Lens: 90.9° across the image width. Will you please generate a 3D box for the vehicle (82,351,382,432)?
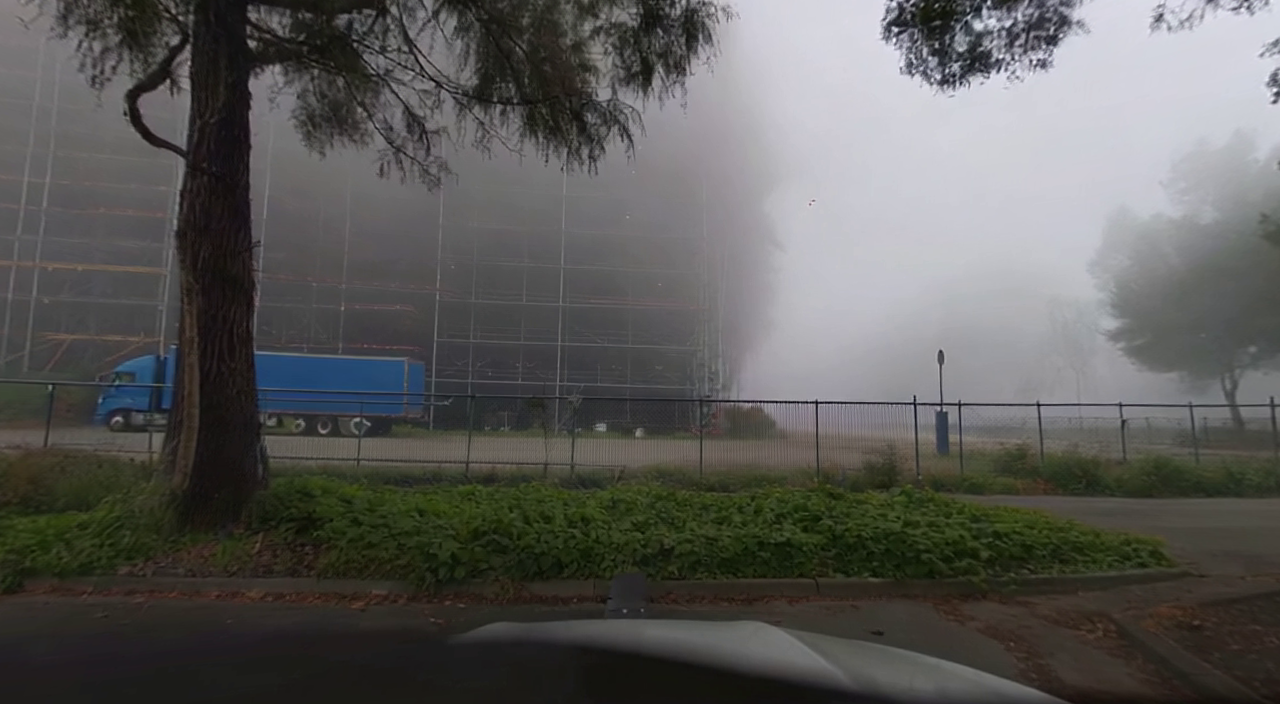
[{"bbox_3d":[-22.778,2.452,36.414,14.067,4.099,2.832,3,-7,-15],"label":"vehicle"}]
